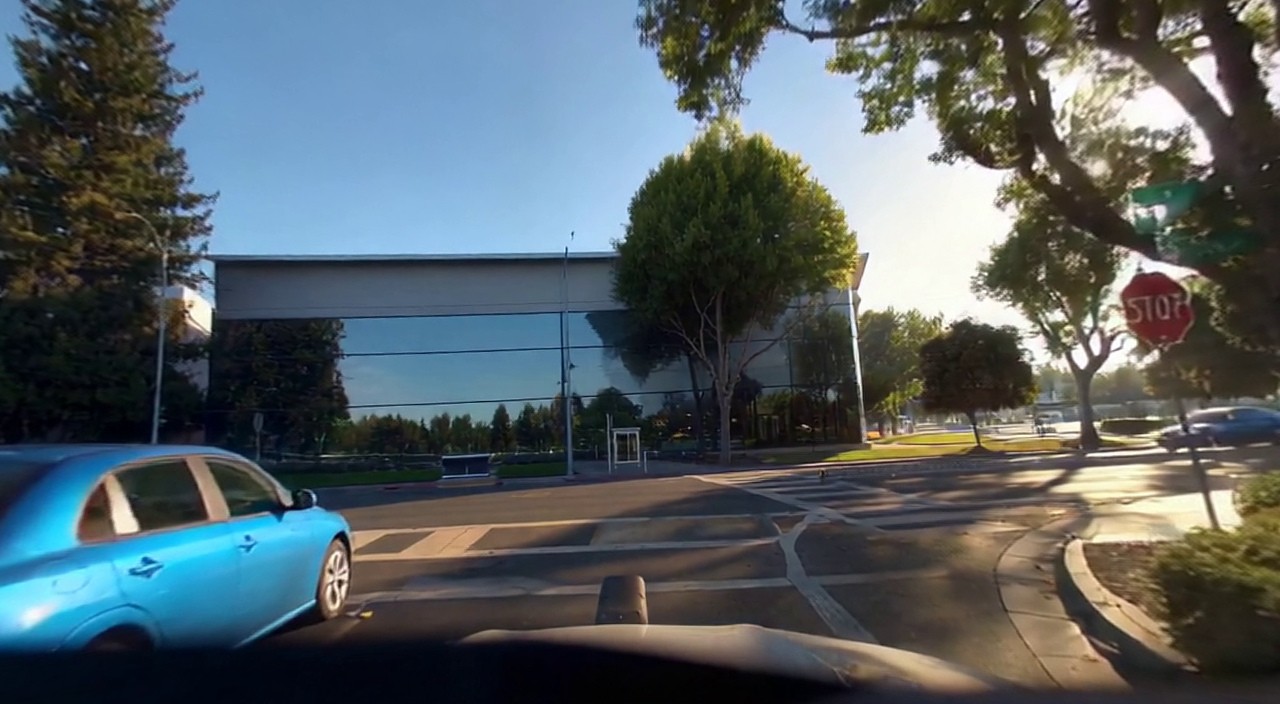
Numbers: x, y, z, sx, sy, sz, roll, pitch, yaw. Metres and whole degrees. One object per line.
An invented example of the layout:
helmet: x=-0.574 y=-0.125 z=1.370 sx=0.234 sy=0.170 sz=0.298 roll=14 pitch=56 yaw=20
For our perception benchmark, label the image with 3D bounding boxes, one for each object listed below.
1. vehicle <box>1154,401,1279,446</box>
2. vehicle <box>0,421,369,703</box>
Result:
vehicle: x=22.156 y=2.678 z=23.465 sx=4.788 sy=1.548 sz=1.965 roll=1 pitch=-8 yaw=-10
vehicle: x=-3.262 y=1.181 z=3.562 sx=2.069 sy=1.413 sz=5.006 roll=1 pitch=-8 yaw=-10
